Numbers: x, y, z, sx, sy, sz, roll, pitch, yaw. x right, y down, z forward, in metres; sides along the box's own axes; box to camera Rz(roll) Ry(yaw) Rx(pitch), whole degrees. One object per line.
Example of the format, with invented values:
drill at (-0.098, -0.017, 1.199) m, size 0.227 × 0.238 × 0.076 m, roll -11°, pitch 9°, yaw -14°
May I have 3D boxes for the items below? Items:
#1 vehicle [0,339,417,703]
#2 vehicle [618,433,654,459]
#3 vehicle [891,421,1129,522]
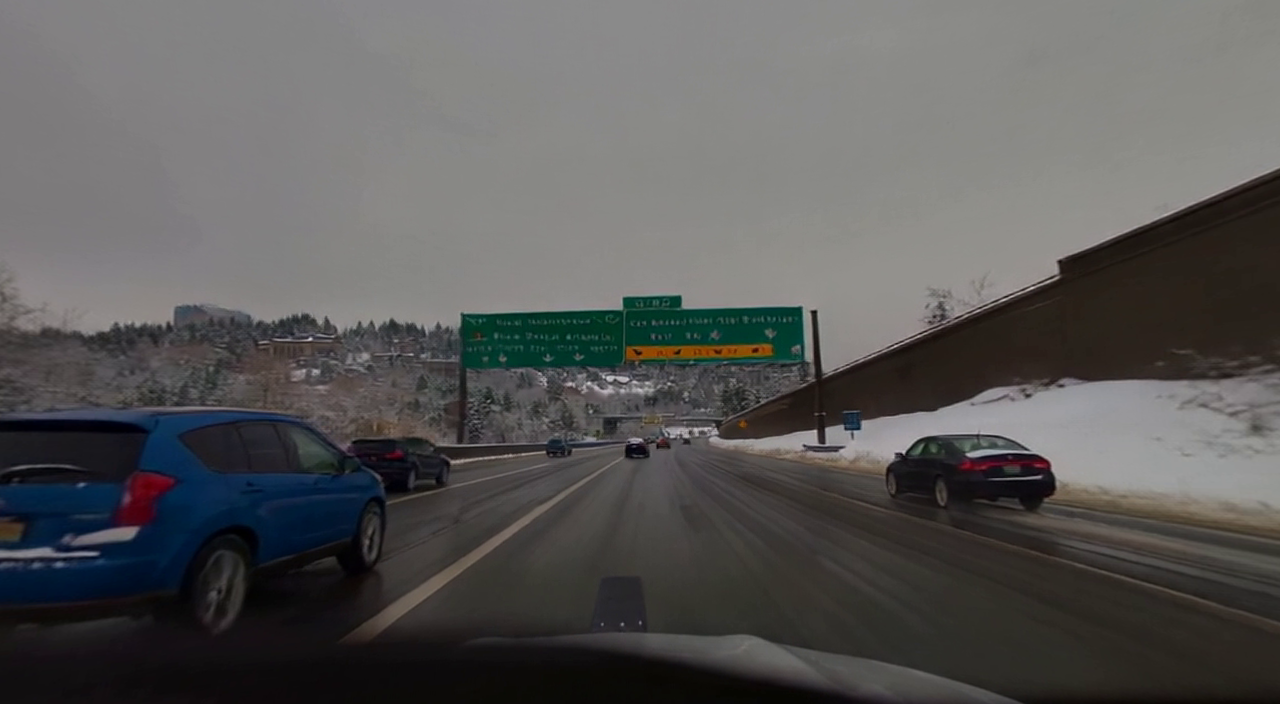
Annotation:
vehicle at (-3.973, 1.167, 5.282) m, size 2.210 × 1.730 × 5.133 m, roll -1°, pitch -8°, yaw 1°
vehicle at (-0.232, 7.197, 48.393) m, size 2.172 × 1.824 × 5.031 m, roll -1°, pitch -8°, yaw 6°
vehicle at (7.037, 2.312, 12.739) m, size 2.122 × 1.646 × 4.491 m, roll 0°, pitch -8°, yaw 1°
